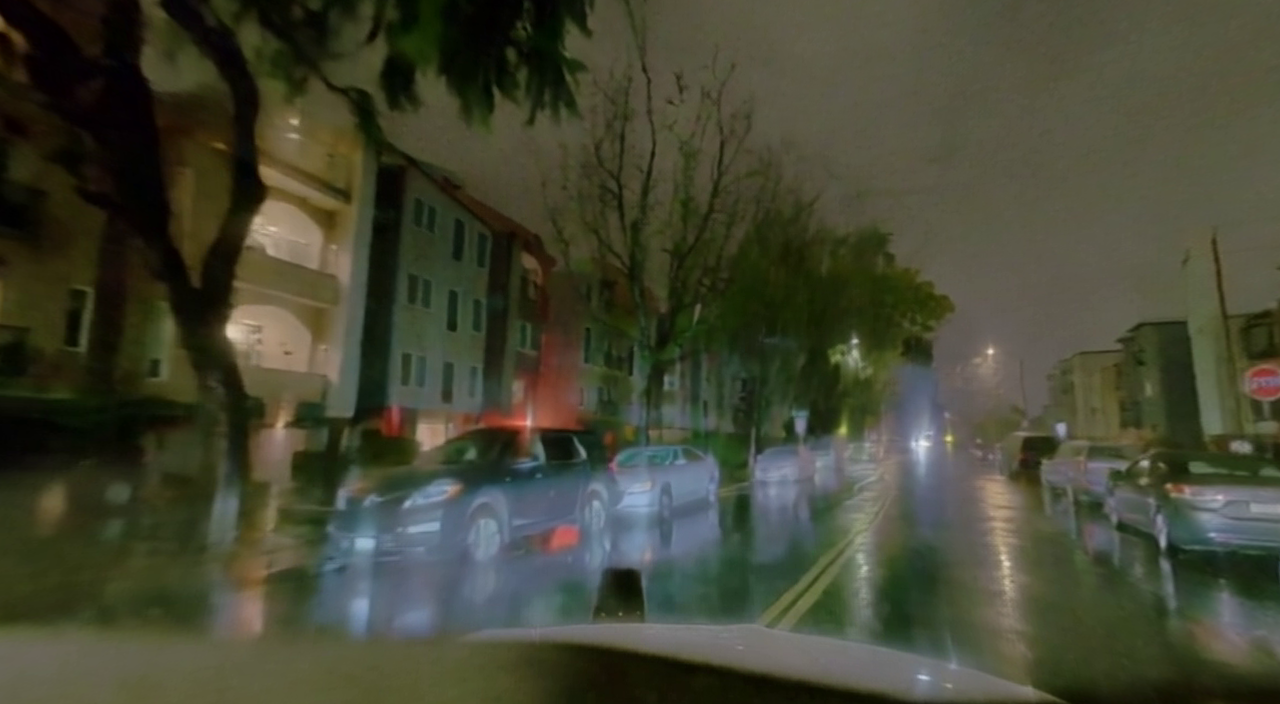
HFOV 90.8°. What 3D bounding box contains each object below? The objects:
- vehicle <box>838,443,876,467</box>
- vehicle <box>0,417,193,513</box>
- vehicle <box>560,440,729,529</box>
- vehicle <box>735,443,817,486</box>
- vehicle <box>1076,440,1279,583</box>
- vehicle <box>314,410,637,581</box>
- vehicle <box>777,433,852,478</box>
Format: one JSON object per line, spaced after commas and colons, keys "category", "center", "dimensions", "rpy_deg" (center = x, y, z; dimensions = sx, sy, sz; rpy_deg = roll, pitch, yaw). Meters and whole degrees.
{"category": "vehicle", "center": [14.591, 6.847, 42.328], "dimensions": [1.939, 1.513, 4.401], "rpy_deg": [-3, -9, 24]}
{"category": "vehicle", "center": [-10.556, 1.889, 10.781], "dimensions": [1.812, 1.458, 4.714], "rpy_deg": [-1, -9, 12]}
{"category": "vehicle", "center": [0.322, 2.660, 13.514], "dimensions": [1.902, 1.478, 4.696], "rpy_deg": [-4, -8, 23]}
{"category": "vehicle", "center": [5.260, 4.208, 23.994], "dimensions": [1.921, 1.463, 4.313], "rpy_deg": [-4, -9, 28]}
{"category": "vehicle", "center": [7.613, 1.936, 8.475], "dimensions": [2.084, 1.441, 4.402], "rpy_deg": [-3, -9, 24]}
{"category": "vehicle", "center": [-1.896, 1.841, 9.039], "dimensions": [1.946, 1.744, 4.584], "rpy_deg": [-4, -9, 24]}
{"category": "vehicle", "center": [8.295, 4.794, 29.609], "dimensions": [2.229, 1.869, 5.791], "rpy_deg": [-5, -9, 26]}
